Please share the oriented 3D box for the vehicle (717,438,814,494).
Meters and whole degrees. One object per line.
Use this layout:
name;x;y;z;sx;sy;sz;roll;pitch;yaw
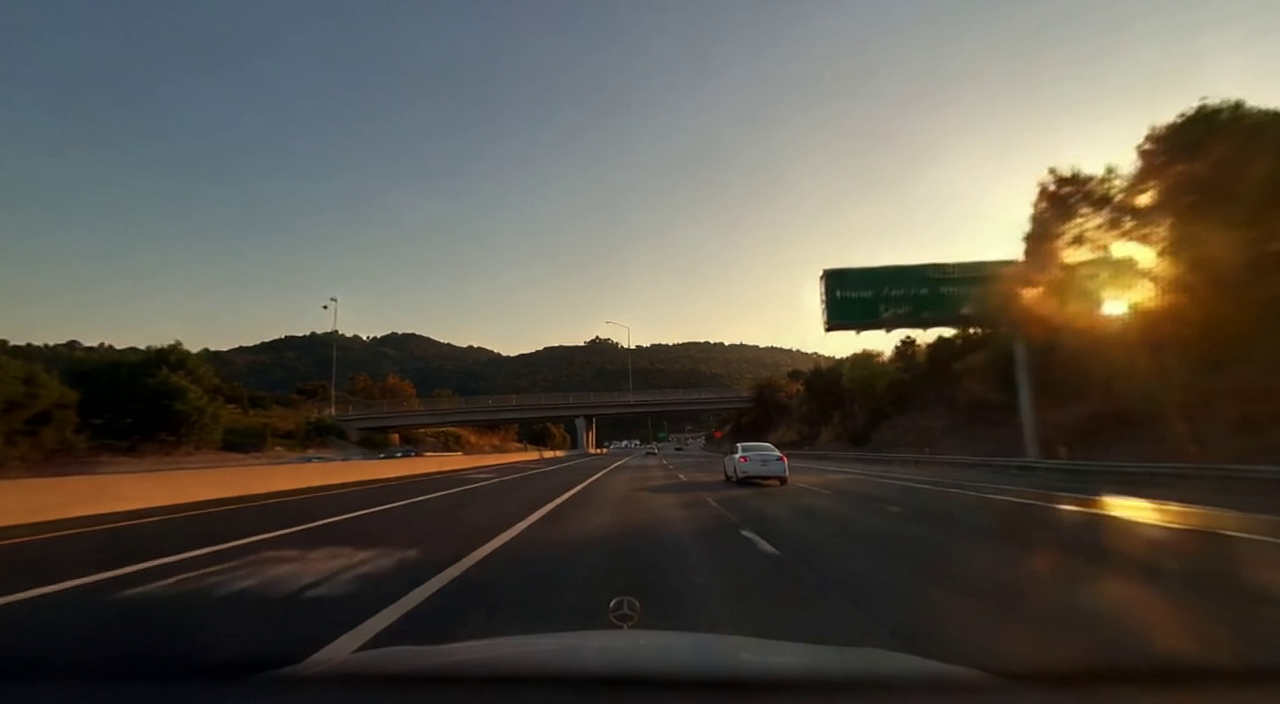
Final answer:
vehicle;3.668;3.424;19.402;1.999;1.492;4.673;0;-8;0
